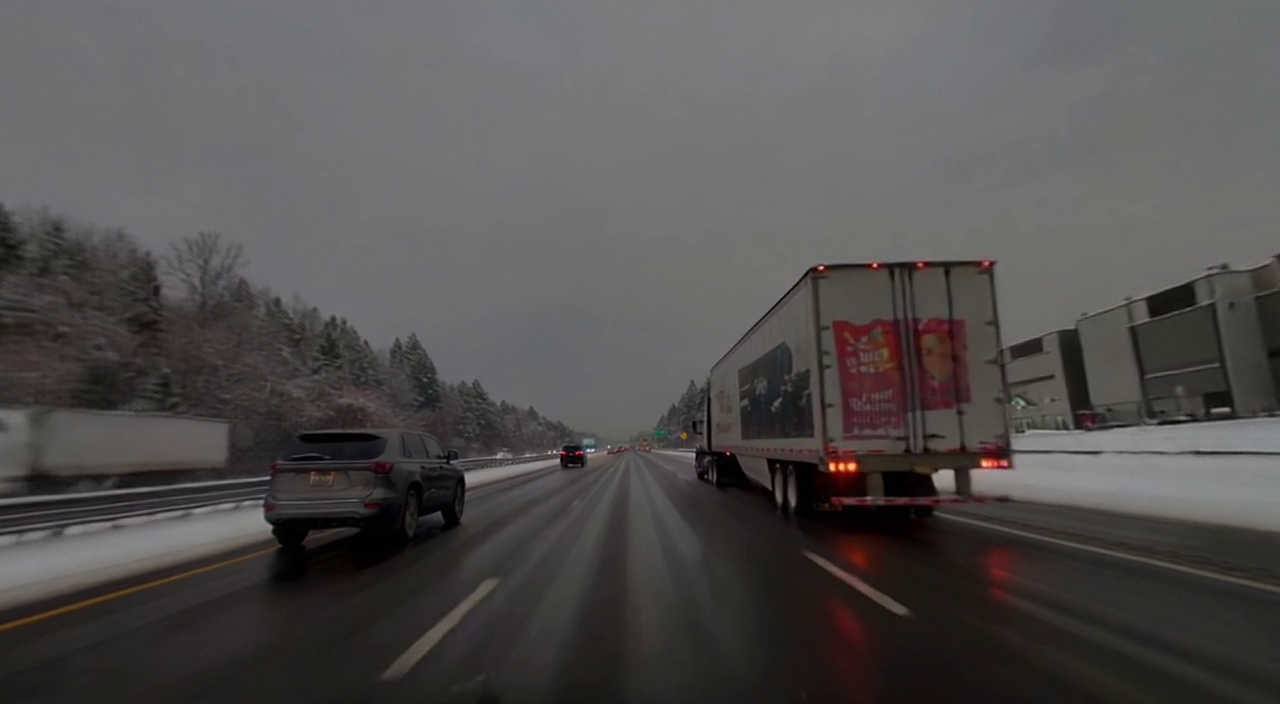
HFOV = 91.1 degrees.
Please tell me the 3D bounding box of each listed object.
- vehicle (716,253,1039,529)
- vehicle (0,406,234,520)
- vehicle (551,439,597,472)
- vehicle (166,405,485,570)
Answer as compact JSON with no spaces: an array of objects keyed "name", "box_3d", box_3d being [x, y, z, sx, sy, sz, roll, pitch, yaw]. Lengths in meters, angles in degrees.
[{"name":"vehicle","box_3d":[4.394,1.580,16.518,2.998,4.236,13.886,0,-9,0]},{"name":"vehicle","box_3d":[-20.791,4.280,24.948,2.989,3.617,9.459,0,-9,0]},{"name":"vehicle","box_3d":[-3.623,5.800,35.346,2.139,1.716,4.530,0,-9,0]},{"name":"vehicle","box_3d":[-3.967,1.811,9.139,2.202,1.760,4.617,0,-9,0]}]
